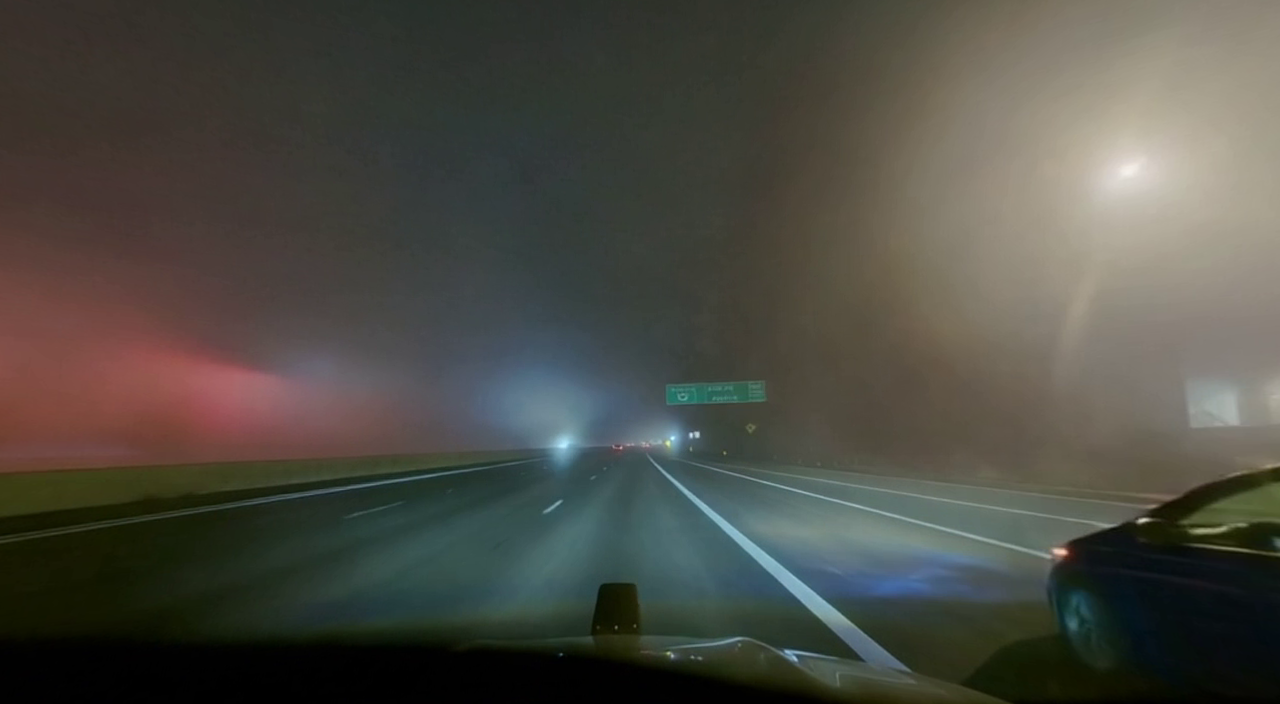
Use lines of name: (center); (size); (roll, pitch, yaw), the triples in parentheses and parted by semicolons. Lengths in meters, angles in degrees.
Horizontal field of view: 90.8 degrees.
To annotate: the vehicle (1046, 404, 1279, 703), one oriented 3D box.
vehicle: (3.359, 0.775, 1.252); (1.989, 1.479, 4.670); (0, -9, 0)
